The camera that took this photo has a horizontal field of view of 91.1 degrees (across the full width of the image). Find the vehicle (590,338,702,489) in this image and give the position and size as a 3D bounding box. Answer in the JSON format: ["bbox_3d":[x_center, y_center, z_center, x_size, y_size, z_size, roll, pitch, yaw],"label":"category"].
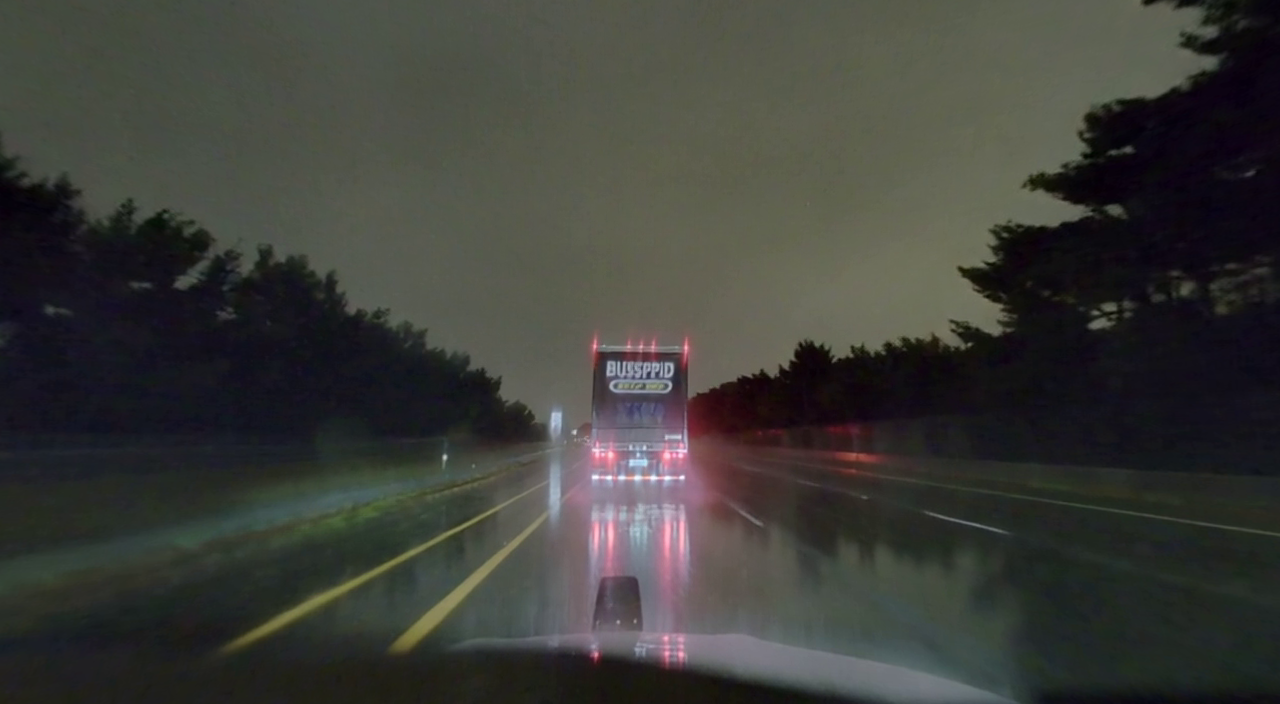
[{"bbox_3d":[0.057,2.158,20.668,2.870,3.911,8.697,0,-8,-1],"label":"vehicle"}]
